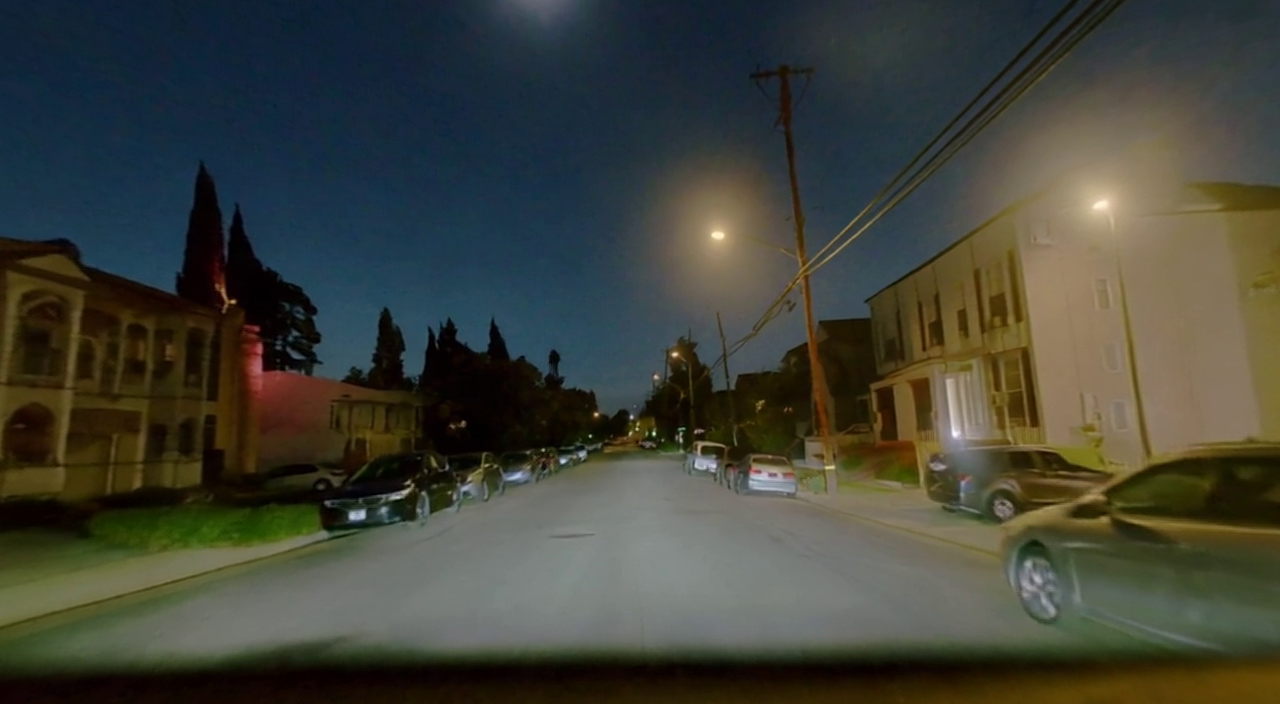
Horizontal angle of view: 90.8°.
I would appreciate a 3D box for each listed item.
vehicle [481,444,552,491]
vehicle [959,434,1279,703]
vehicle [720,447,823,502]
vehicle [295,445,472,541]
[{"bbox_3d":[-5.617,5.303,29.593,2.184,1.958,5.757,0,-8,0],"label":"vehicle"},{"bbox_3d":[4.141,1.253,3.690,2.057,1.511,4.858,-1,-10,1],"label":"vehicle"},{"bbox_3d":[4.025,3.825,20.281,2.174,1.504,4.809,0,-8,-1],"label":"vehicle"},{"bbox_3d":[-5.241,2.888,13.687,2.032,1.716,4.382,0,-8,-1],"label":"vehicle"}]
